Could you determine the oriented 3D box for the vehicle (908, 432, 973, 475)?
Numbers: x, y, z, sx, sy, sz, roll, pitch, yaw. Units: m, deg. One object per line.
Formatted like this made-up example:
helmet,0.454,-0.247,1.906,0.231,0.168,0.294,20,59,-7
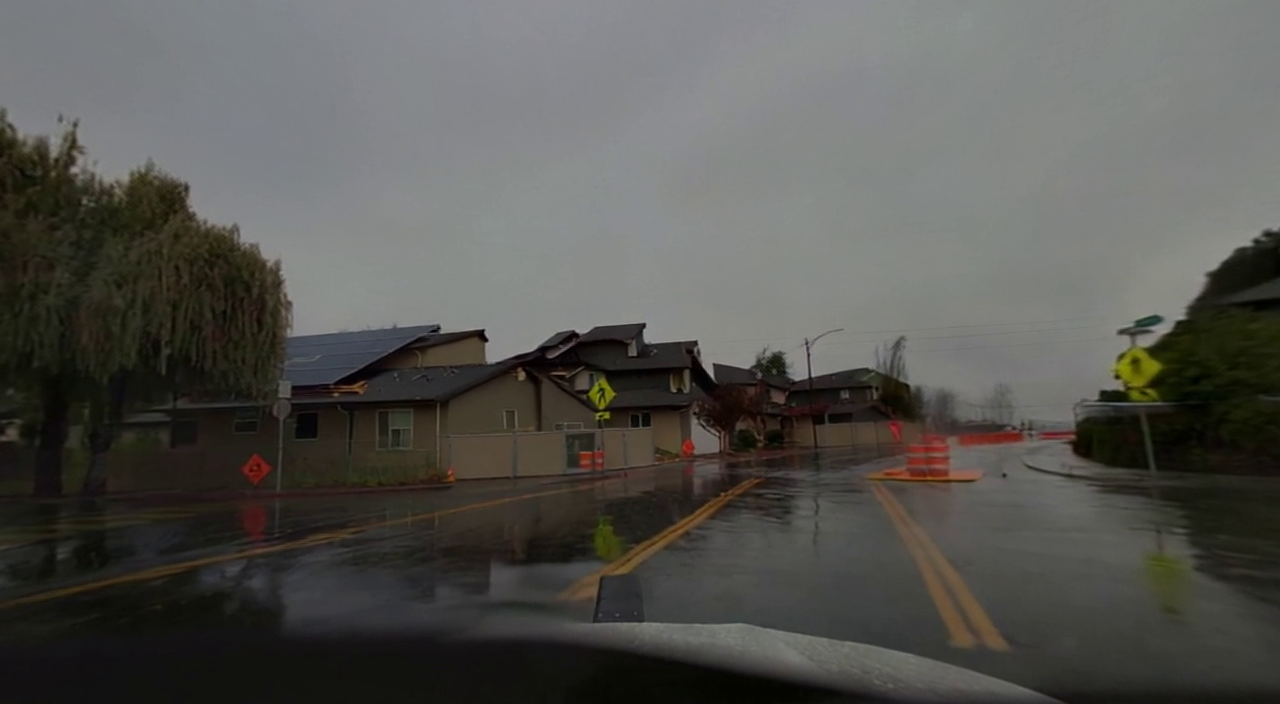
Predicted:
vehicle,11.432,3.762,23.834,1.966,1.455,4.075,-4,-9,28
